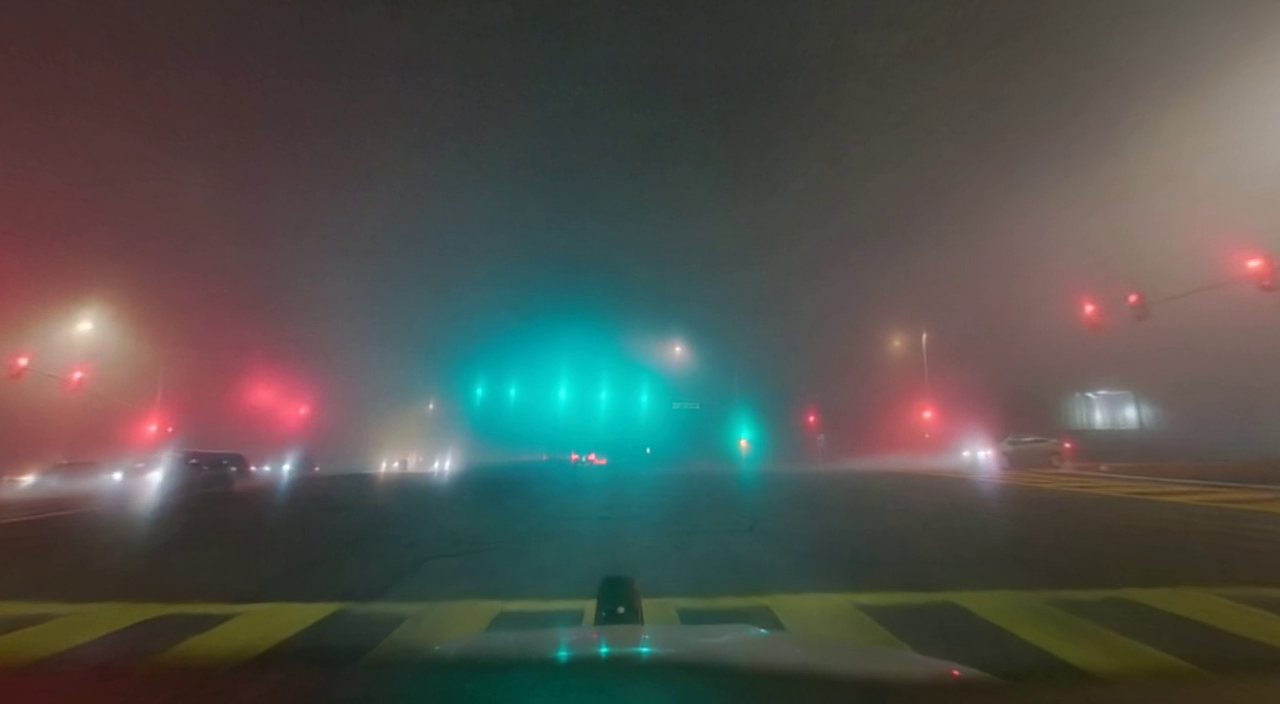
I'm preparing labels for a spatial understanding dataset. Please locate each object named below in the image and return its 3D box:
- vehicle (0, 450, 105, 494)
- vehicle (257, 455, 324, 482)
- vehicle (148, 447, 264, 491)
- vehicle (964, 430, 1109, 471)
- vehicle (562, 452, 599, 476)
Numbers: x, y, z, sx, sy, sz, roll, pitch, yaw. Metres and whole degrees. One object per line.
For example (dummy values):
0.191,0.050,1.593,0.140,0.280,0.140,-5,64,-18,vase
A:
-25.408,4.982,26.626,1.877,1.640,4.337,0,-8,0,vehicle
-21.745,7.252,39.469,1.945,1.466,3.809,0,-8,0,vehicle
-18.370,4.935,27.053,1.864,1.678,4.288,0,-8,1,vehicle
17.923,4.465,28.761,5.003,1.786,2.369,0,-8,-2,vehicle
-3.968,7.508,42.615,2.073,1.445,4.151,0,-8,0,vehicle
